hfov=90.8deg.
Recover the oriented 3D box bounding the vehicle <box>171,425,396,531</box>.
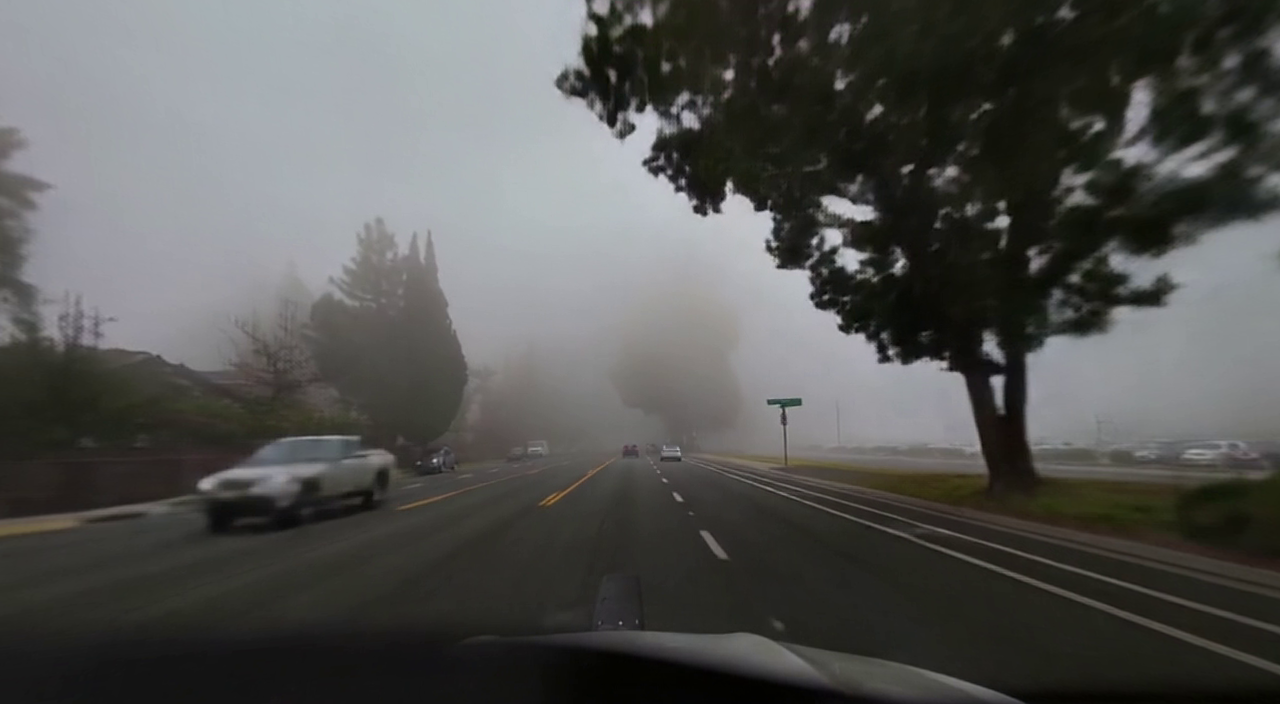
[{"bbox_3d":[-7.043,2.516,13.220,2.054,1.814,4.543,0,-9,-1],"label":"vehicle"}]

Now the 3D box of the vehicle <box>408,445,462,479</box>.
[{"bbox_3d":[-12.404,6.628,38.461,2.000,1.821,4.314,-2,-8,-3],"label":"vehicle"}]
